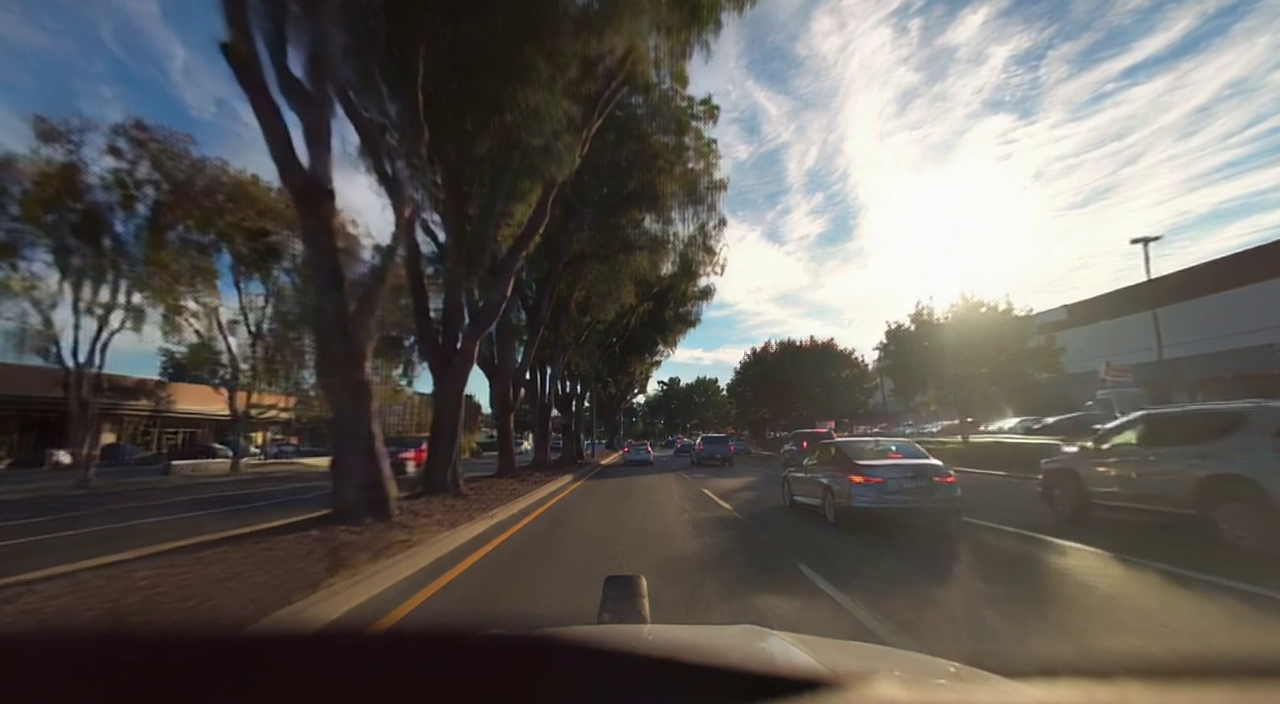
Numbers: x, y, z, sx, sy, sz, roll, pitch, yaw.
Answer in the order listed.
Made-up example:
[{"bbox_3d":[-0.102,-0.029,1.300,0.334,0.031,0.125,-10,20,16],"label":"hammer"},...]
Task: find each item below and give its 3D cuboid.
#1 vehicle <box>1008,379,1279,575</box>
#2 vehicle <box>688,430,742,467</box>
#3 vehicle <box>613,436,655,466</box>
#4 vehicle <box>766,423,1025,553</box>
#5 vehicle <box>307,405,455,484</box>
[{"bbox_3d":[7.166,1.455,7.720,2.188,1.840,5.050,0,-8,0],"label":"vehicle"},{"bbox_3d":[3.687,4.862,31.645,2.130,1.718,4.310,0,-8,-1],"label":"vehicle"},{"bbox_3d":[-0.313,5.254,33.465,2.111,1.506,4.018,0,-8,0],"label":"vehicle"},{"bbox_3d":[3.430,1.922,9.633,2.010,1.490,4.639,0,-8,0],"label":"vehicle"},{"bbox_3d":[-8.236,3.061,20.767,2.396,2.216,5.698,0,-9,0],"label":"vehicle"}]
